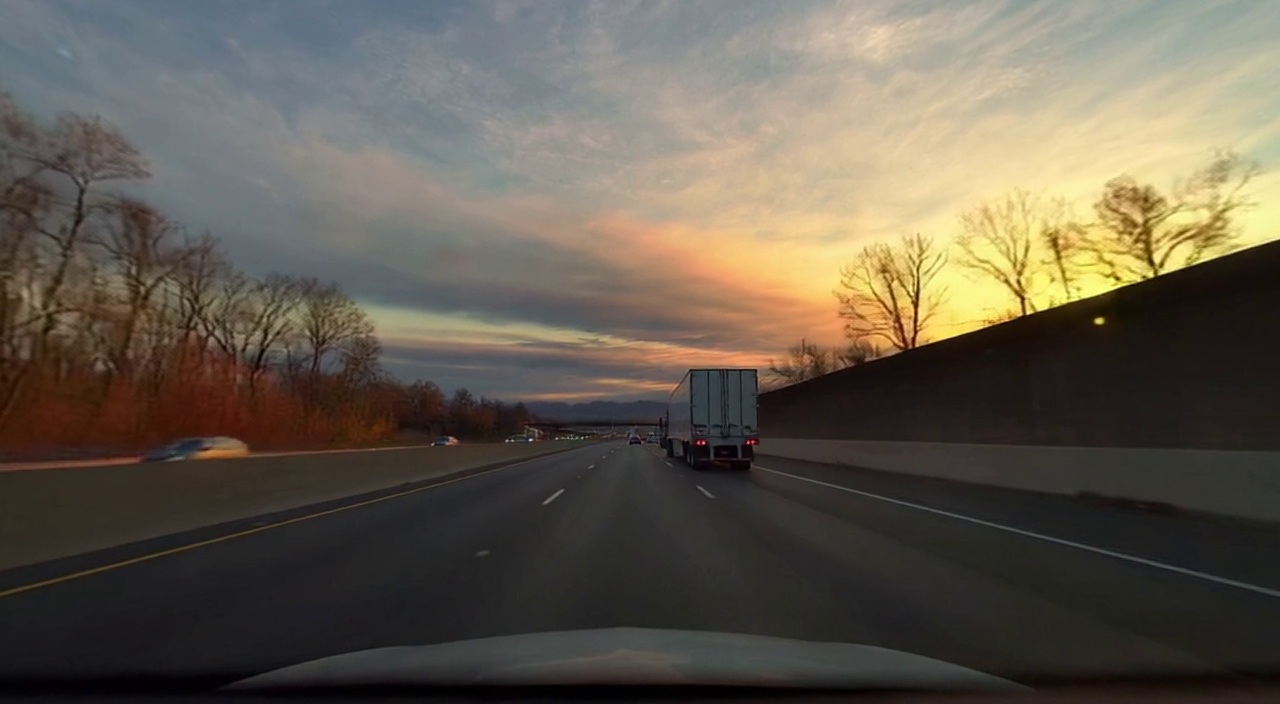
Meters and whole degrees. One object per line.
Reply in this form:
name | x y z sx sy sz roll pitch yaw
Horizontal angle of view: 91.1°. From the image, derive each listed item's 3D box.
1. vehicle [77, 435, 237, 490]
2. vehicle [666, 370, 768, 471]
vehicle | -15.860 3.609 21.011 1.890 1.622 4.373 0 -8 0
vehicle | 3.524 3.845 33.888 2.979 4.161 15.508 1 -7 -2
